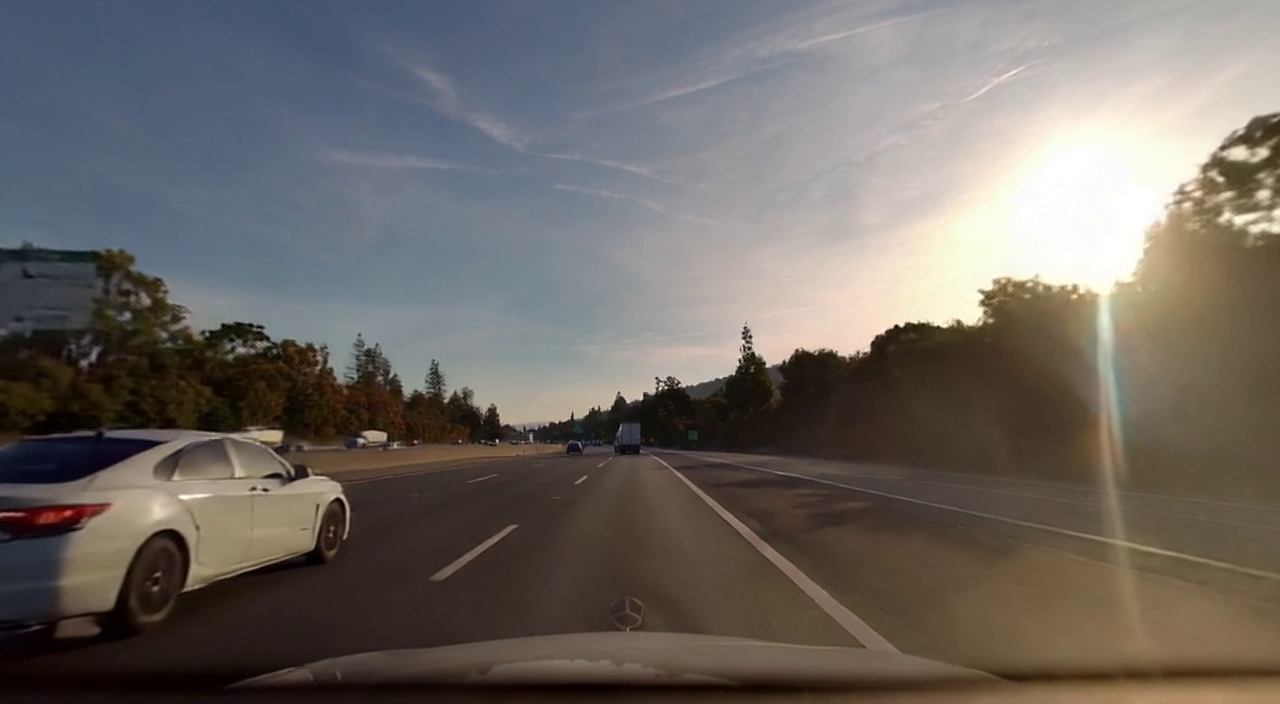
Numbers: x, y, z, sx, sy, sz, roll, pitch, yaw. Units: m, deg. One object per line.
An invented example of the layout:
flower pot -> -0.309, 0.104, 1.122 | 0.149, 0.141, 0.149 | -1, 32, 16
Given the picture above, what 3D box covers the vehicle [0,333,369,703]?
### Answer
vehicle -> -4.139, 0.973, 4.224 | 2.316, 1.731, 5.126 | 0, -8, 0
